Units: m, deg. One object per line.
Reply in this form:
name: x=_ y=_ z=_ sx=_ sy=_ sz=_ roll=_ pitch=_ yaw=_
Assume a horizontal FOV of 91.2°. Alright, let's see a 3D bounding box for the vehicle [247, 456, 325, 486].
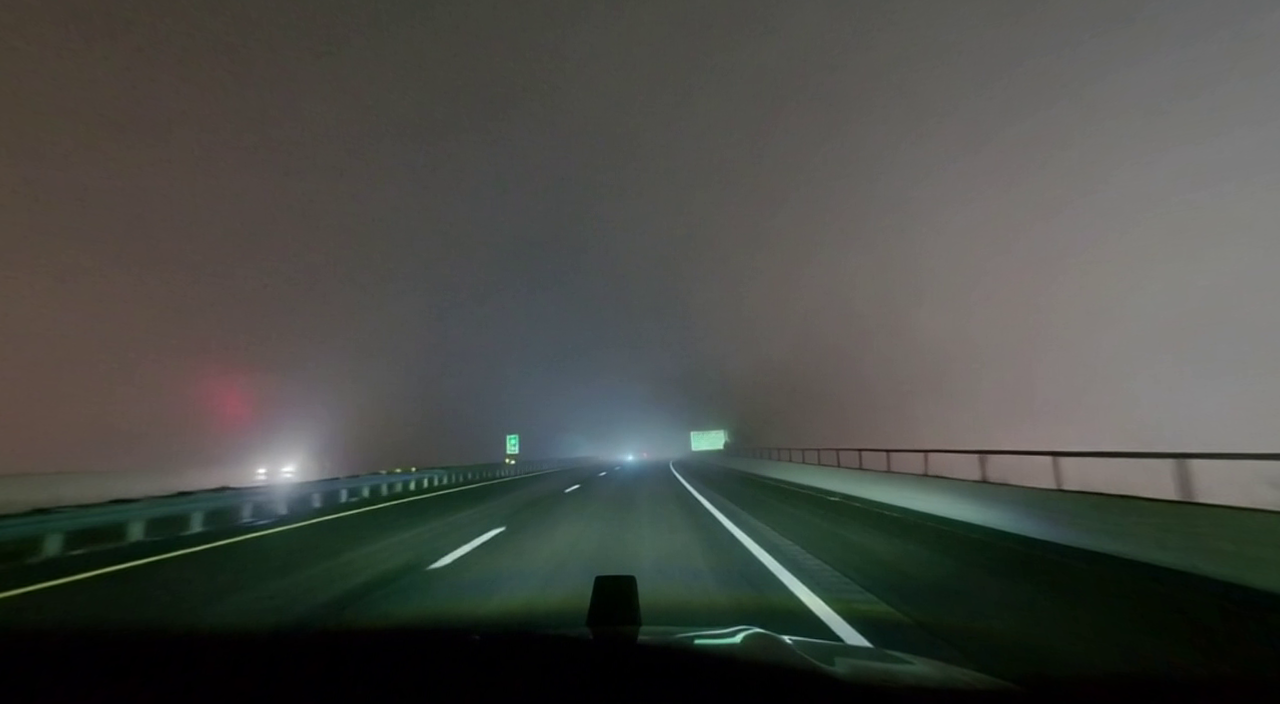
vehicle: x=-23.382 y=7.872 z=41.650 sx=2.078 sy=1.798 sz=4.928 roll=-1 pitch=-9 yaw=3
